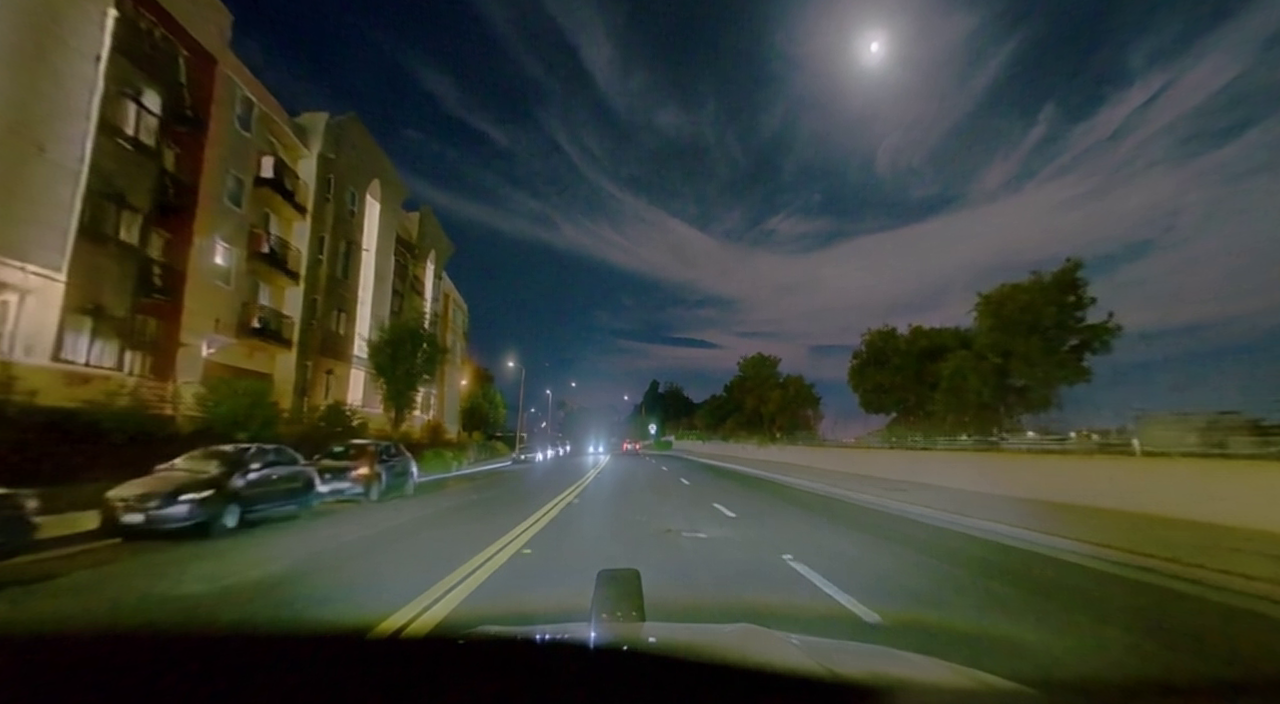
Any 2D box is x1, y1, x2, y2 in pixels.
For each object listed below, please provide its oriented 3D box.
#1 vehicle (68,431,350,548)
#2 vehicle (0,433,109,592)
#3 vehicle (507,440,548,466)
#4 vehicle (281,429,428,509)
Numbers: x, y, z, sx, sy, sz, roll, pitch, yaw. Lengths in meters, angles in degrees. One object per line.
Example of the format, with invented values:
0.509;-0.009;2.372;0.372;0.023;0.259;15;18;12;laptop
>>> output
-6.866;2.176;10.825;1.773;1.466;4.407;4;-8;-2;vehicle
-6.751;1.269;4.480;1.914;1.417;4.750;3;-8;-2;vehicle
-7.487;6.762;42.626;1.913;1.560;4.513;2;-8;0;vehicle
-6.955;2.842;15.909;1.878;1.658;3.827;3;-8;-1;vehicle
